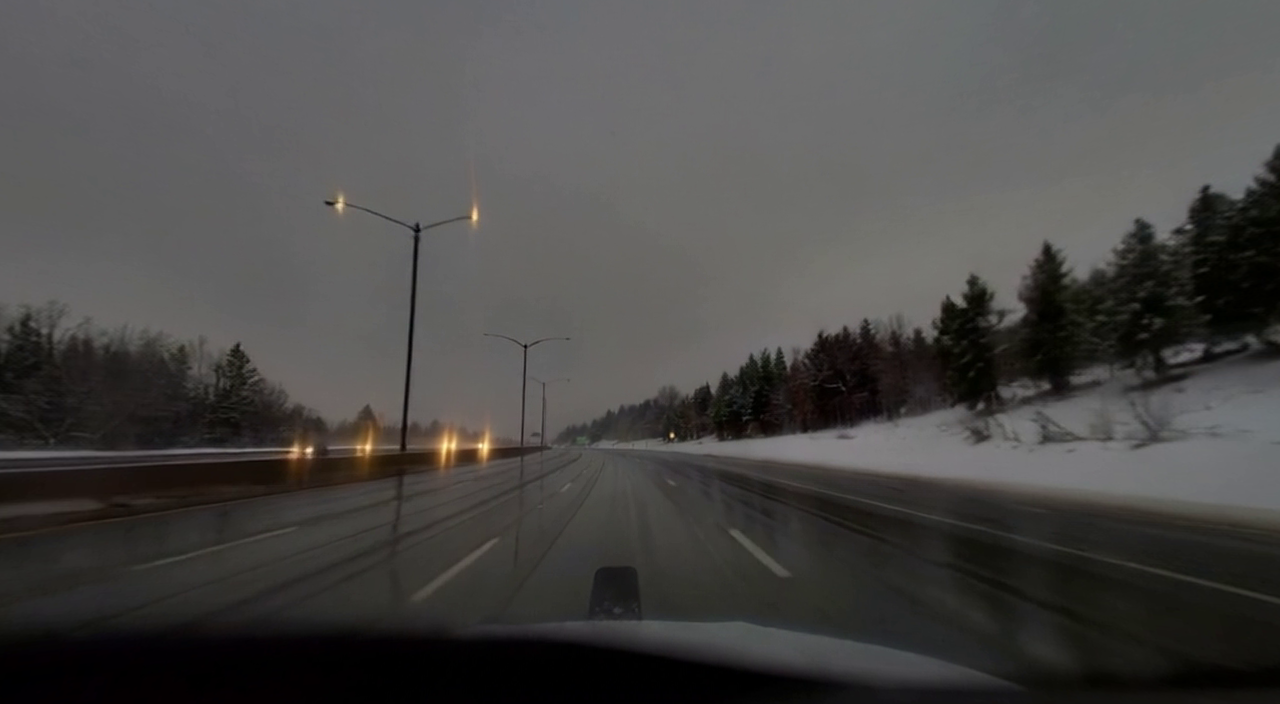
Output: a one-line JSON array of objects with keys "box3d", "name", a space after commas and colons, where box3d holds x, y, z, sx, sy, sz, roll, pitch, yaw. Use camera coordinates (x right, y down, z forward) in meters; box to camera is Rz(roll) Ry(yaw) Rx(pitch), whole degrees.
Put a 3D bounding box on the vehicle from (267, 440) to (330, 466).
[{"box3d": [-24.346, 7.203, 45.275, 1.943, 1.528, 4.598, 3, -6, -1], "name": "vehicle"}]
